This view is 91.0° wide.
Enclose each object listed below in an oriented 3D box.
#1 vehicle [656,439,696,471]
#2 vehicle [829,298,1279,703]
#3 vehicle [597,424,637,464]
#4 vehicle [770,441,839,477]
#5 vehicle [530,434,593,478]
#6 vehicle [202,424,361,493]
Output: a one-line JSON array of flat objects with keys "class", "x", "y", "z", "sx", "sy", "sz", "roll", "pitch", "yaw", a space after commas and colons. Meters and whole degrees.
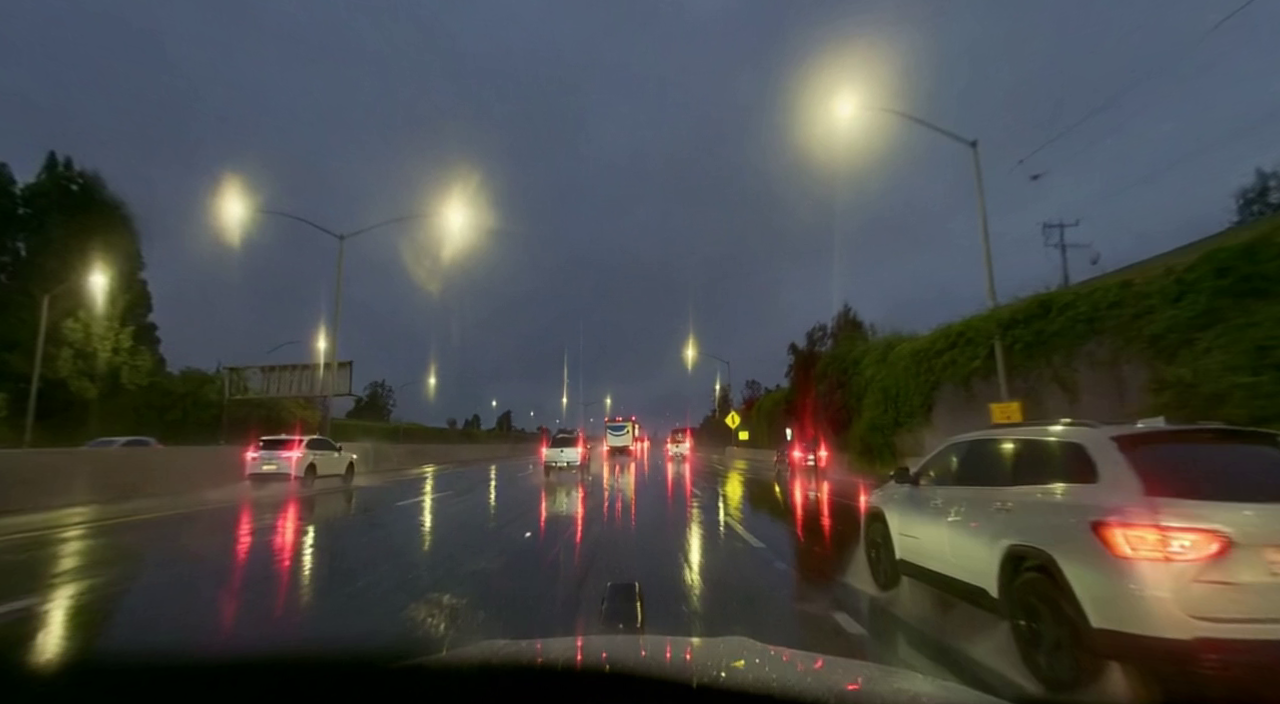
[{"class": "vehicle", "x": 1.956, "y": 5.700, "z": 35.139, "sx": 2.067, "sy": 1.654, "sz": 3.985, "roll": 0, "pitch": -9, "yaw": 1}, {"class": "vehicle", "x": 3.105, "y": 1.009, "z": 3.939, "sx": 2.179, "sy": 1.739, "sz": 5.331, "roll": 0, "pitch": -9, "yaw": 0}, {"class": "vehicle", "x": -1.555, "y": 6.750, "z": 46.193, "sx": 2.456, "sy": 2.705, "sz": 6.251, "roll": 0, "pitch": -9, "yaw": 2}, {"class": "vehicle", "x": 7.577, "y": 4.974, "z": 29.503, "sx": 1.970, "sy": 1.499, "sz": 4.491, "roll": 1, "pitch": -9, "yaw": -1}, {"class": "vehicle", "x": -3.236, "y": 4.376, "z": 26.812, "sx": 2.095, "sy": 1.688, "sz": 4.188, "roll": 0, "pitch": -9, "yaw": 0}, {"class": "vehicle", "x": -10.088, "y": 3.037, "z": 18.217, "sx": 2.023, "sy": 1.739, "sz": 4.229, "roll": 0, "pitch": -9, "yaw": 1}]
